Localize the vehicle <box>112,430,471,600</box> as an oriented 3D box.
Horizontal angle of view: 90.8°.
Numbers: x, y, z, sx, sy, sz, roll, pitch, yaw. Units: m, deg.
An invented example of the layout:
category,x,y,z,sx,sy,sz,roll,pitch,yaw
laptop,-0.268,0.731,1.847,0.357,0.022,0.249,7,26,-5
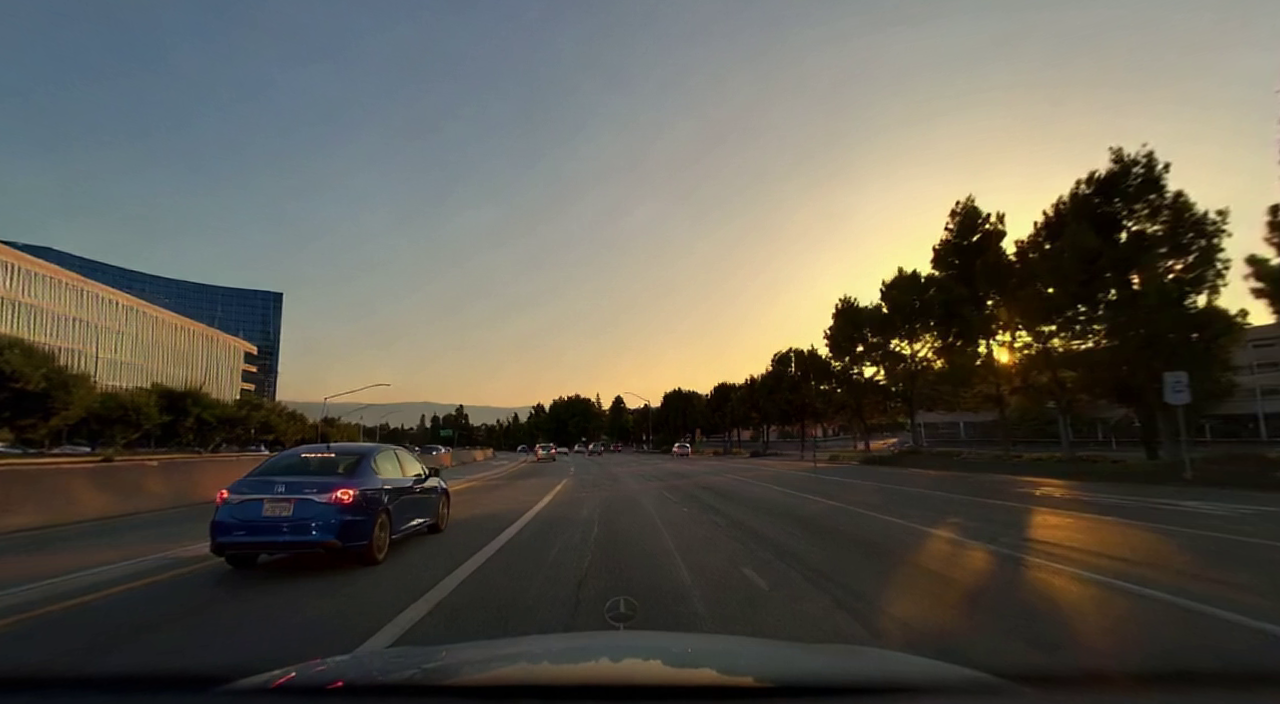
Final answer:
category,x,y,z,sx,sy,sz,roll,pitch,yaw
vehicle,-3.667,1.762,7.820,2.018,1.476,4.364,0,-8,-1
